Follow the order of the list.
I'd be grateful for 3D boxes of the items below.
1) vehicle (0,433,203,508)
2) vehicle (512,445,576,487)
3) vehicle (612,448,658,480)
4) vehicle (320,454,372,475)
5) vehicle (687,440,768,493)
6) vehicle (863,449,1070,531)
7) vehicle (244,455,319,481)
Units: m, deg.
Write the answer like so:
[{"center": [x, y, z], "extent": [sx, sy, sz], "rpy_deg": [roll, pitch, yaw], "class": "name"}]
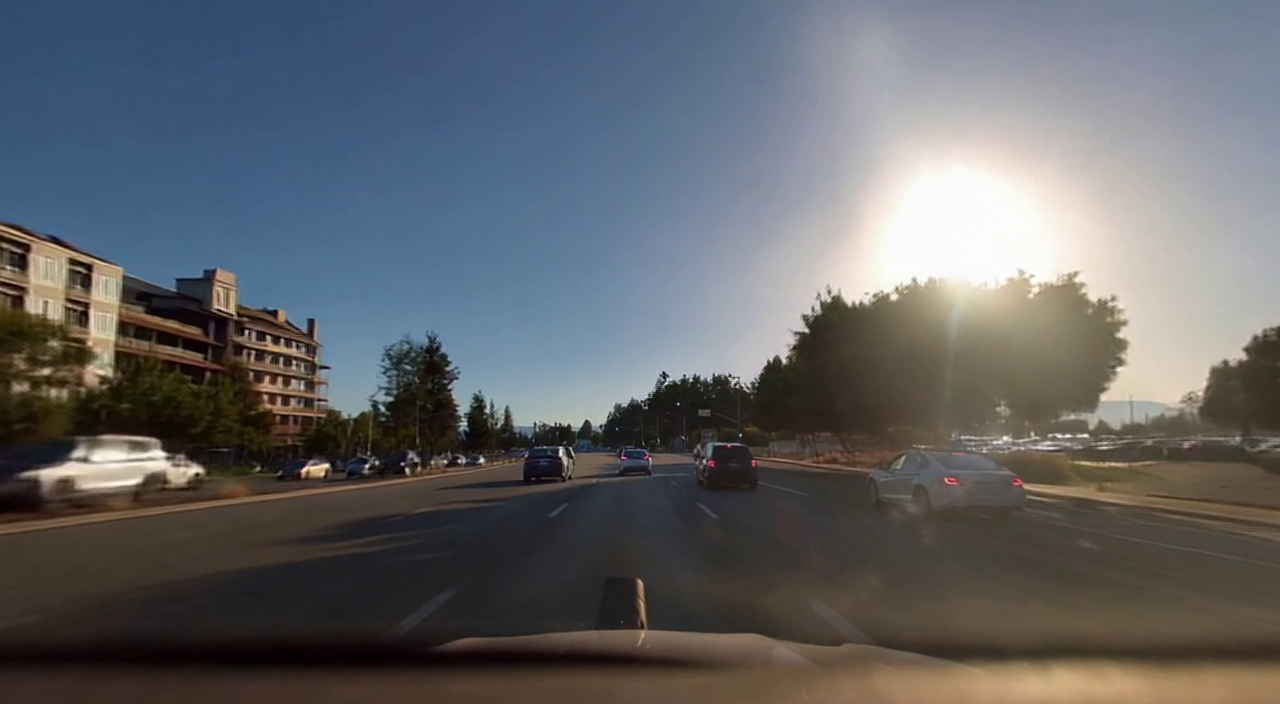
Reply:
[{"center": [-15.374, 3.242, 17.827], "extent": [2.089, 1.744, 5.500], "rpy_deg": [0, -9, 0], "class": "vehicle"}, {"center": [-4.103, 4.930, 27.724], "extent": [2.172, 1.671, 4.175], "rpy_deg": [0, -9, 0], "class": "vehicle"}, {"center": [-0.319, 5.651, 32.113], "extent": [2.155, 1.486, 4.403], "rpy_deg": [0, -9, -2], "class": "vehicle"}, {"center": [-22.834, 8.713, 49.207], "extent": [1.919, 1.462, 4.580], "rpy_deg": [0, -9, -1], "class": "vehicle"}, {"center": [3.020, 4.051, 22.759], "extent": [2.161, 1.716, 4.194], "rpy_deg": [0, -9, -2], "class": "vehicle"}, {"center": [6.532, 2.767, 13.327], "extent": [1.945, 1.408, 4.288], "rpy_deg": [0, -9, -2], "class": "vehicle"}, {"center": [-22.648, 7.341, 40.137], "extent": [2.019, 1.467, 4.808], "rpy_deg": [0, -9, -1], "class": "vehicle"}]
